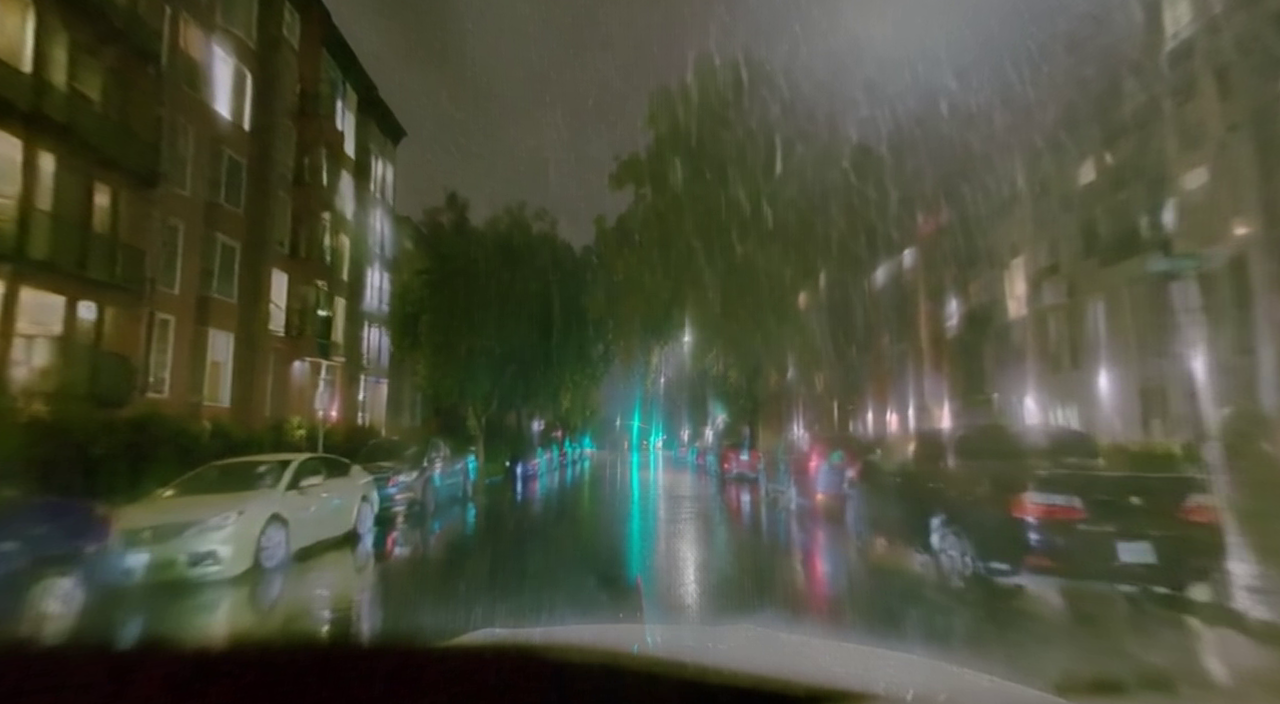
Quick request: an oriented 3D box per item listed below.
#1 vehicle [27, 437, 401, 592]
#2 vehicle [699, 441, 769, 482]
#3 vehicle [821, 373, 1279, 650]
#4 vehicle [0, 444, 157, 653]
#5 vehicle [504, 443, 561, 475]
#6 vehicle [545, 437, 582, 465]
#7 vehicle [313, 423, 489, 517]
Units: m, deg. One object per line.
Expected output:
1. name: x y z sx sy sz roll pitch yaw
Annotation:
1. vehicle: -5.344 2.039 9.014 2.026 1.461 4.837 -4 -8 0
2. vehicle: 3.657 4.336 25.446 1.881 1.460 4.737 0 -8 -3
3. vehicle: 3.757 1.408 6.724 2.082 1.809 4.998 0 -8 -1
4. vehicle: -5.414 1.324 3.645 1.799 1.440 4.411 -4 -8 0
5. vehicle: -5.285 5.324 31.685 2.080 1.458 4.511 0 -8 0
6. vehicle: -5.390 7.026 45.054 2.069 1.881 4.697 0 -8 0
7. vehicle: -5.289 2.678 14.949 2.213 1.825 4.986 0 -8 0
